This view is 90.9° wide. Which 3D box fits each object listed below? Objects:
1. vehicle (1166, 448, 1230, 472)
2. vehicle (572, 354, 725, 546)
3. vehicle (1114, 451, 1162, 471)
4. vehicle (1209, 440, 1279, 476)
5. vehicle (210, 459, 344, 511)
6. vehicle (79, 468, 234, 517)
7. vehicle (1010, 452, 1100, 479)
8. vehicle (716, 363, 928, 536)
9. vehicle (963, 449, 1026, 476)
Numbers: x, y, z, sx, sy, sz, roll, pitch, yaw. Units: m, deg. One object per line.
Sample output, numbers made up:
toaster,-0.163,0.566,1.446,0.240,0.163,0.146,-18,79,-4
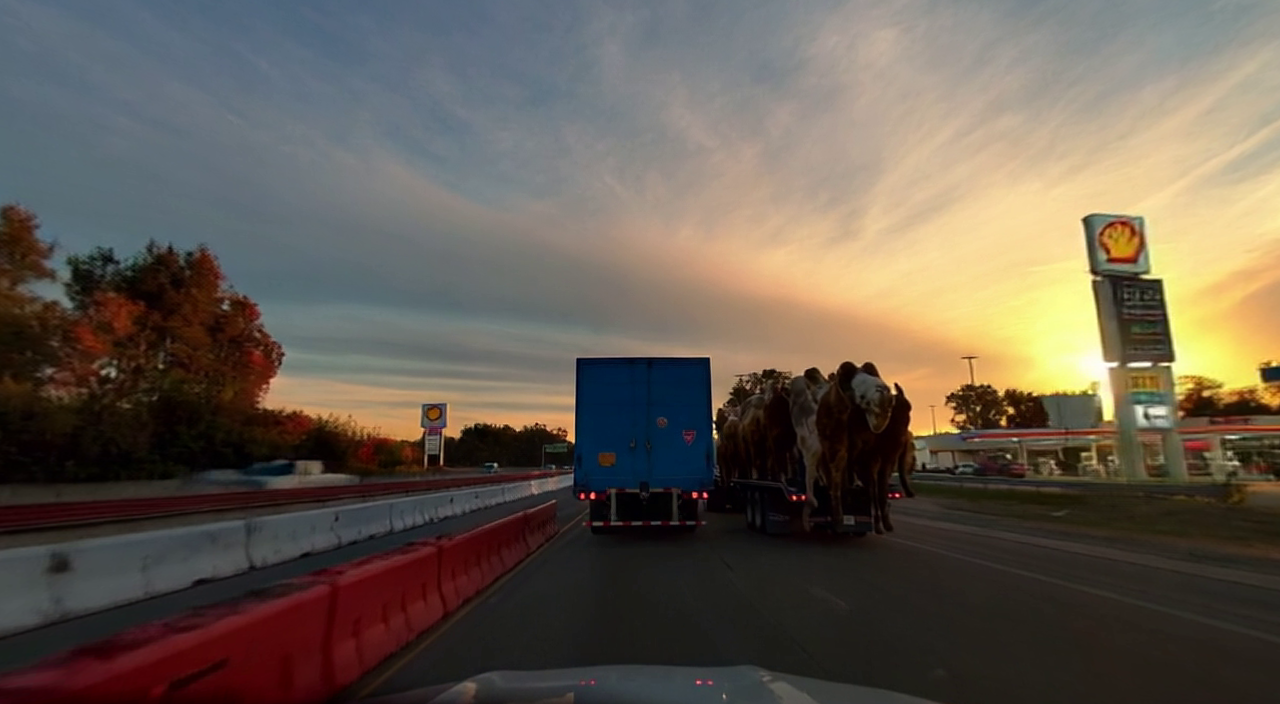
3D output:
vehicle,36.864,7.170,41.601,4.315,1.469,1.823,7,-12,-31
vehicle,0.068,2.466,15.335,2.618,3.306,8.676,1,-10,-1
vehicle,38.412,8.451,48.585,3.565,1.448,1.866,8,-13,-36
vehicle,31.199,5.289,31.225,1.843,1.655,4.401,1,-10,0
vehicle,-12.111,4.456,21.428,1.891,1.537,4.321,1,-10,1
vehicle,-16.744,4.862,22.182,1.892,1.507,4.458,1,-10,-1
vehicle,24.602,6.747,37.527,1.762,1.470,4.485,3,-11,-10
vehicle,4.427,2.901,18.151,2.936,3.640,9.443,1,-10,-2
vehicle,24.739,7.762,44.124,1.919,1.722,4.024,1,-10,-2
